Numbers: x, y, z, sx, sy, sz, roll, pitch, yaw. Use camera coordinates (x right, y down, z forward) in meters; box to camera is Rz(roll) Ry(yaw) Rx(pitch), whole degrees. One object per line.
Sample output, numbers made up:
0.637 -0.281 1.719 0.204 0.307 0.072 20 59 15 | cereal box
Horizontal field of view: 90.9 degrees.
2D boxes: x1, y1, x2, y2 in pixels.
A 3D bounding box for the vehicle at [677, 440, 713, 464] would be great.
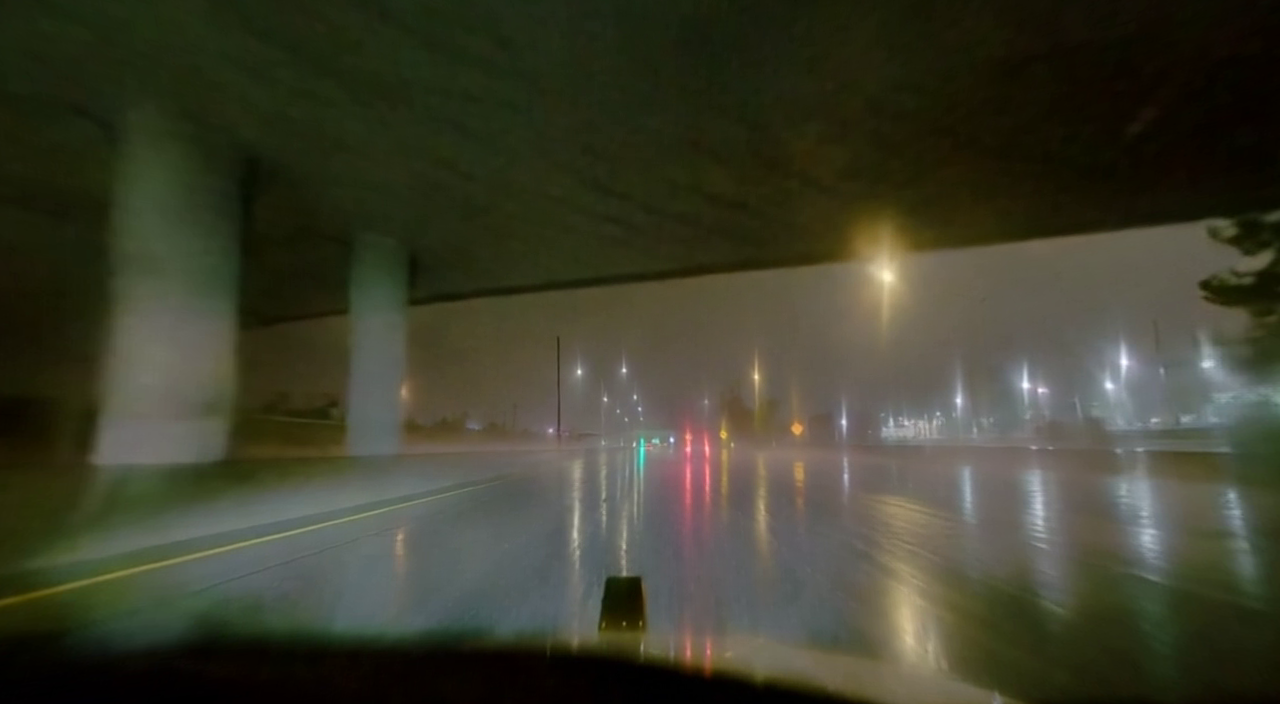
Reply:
3.634 6.703 42.428 1.949 1.515 4.374 0 -8 -1 | vehicle
